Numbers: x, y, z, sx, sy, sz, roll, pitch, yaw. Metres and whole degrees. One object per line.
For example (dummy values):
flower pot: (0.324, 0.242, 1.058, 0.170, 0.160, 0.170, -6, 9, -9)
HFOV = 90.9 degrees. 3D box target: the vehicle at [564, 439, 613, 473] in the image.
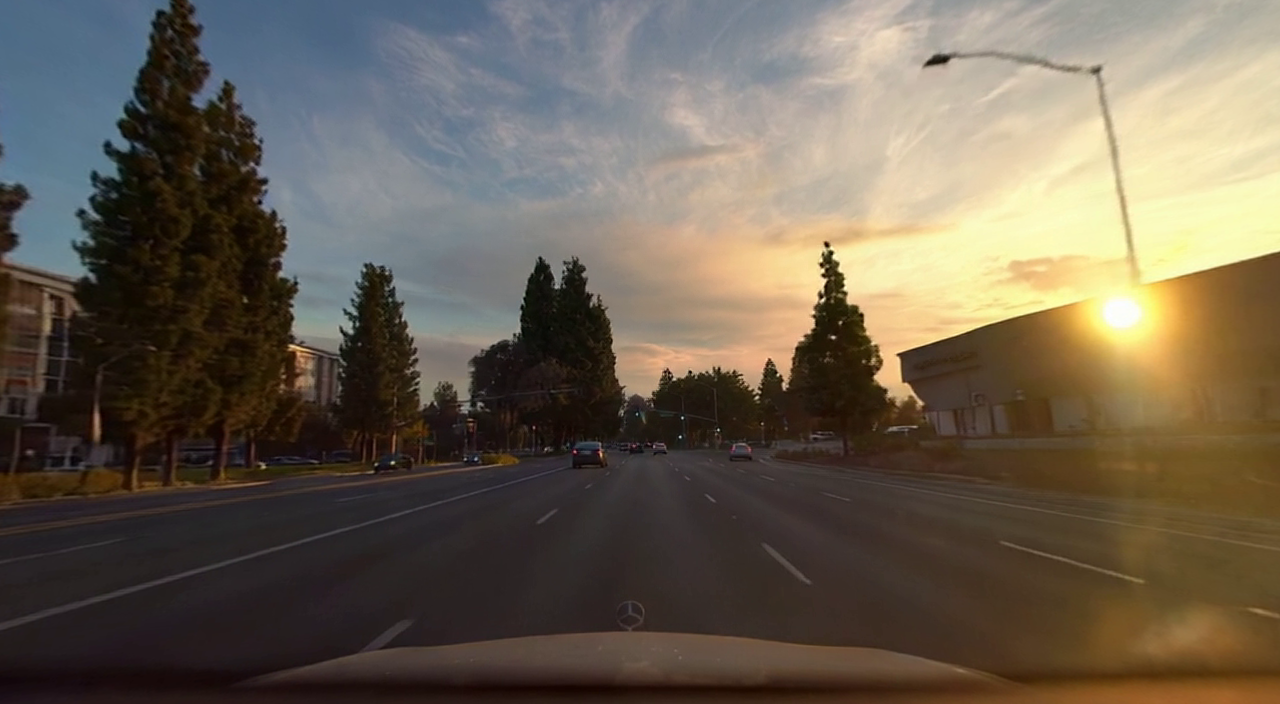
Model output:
vehicle: (-2.618, 5.438, 33.294, 2.121, 1.656, 4.559, 0, -8, 1)
